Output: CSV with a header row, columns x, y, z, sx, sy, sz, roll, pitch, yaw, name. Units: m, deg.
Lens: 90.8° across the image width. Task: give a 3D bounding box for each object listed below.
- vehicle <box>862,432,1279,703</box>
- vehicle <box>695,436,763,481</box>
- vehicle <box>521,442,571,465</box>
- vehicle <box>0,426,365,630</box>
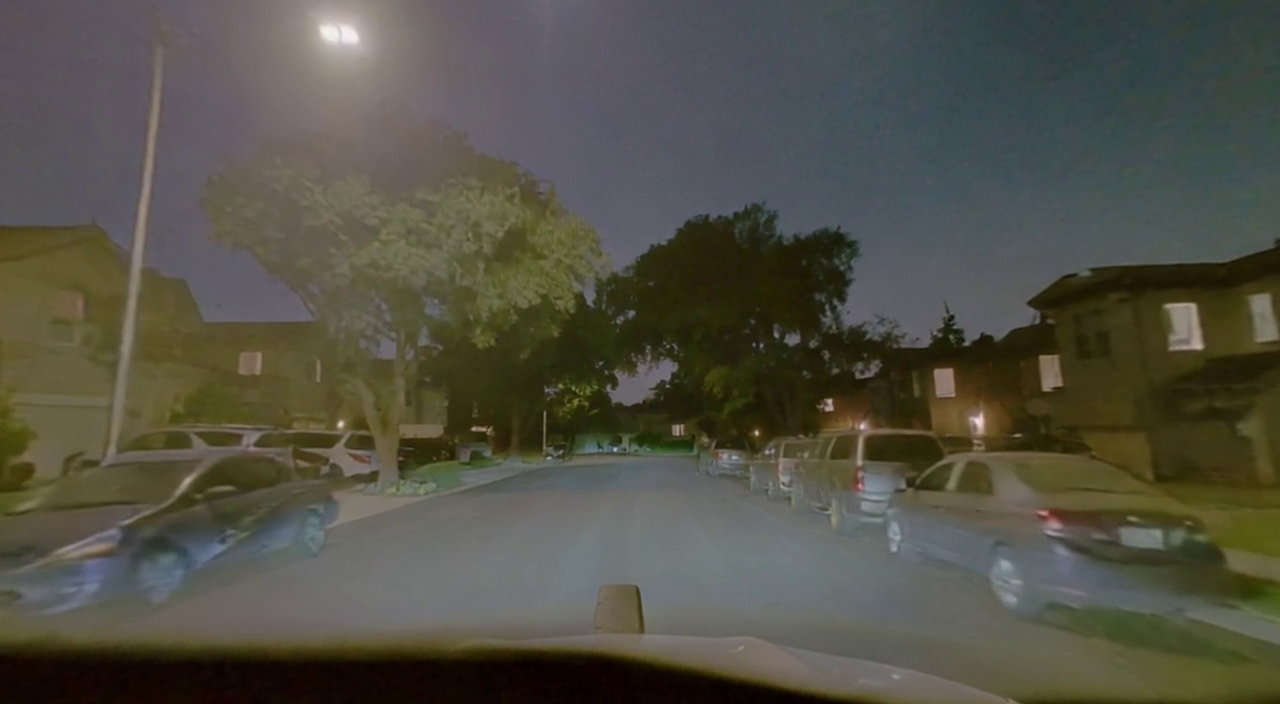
x,y,z,sx,sy,sz,roll,pitch,yaw,name
3.912,1.515,5.753,2.042,1.456,4.903,0,-8,0,vehicle
3.921,4.808,28.902,2.235,1.829,5.194,0,-8,-1,vehicle
-6.646,7.064,44.187,2.236,1.459,4.832,3,-9,-23,vehicle
-5.024,1.713,7.187,1.943,1.602,4.172,0,-8,-1,vehicle
